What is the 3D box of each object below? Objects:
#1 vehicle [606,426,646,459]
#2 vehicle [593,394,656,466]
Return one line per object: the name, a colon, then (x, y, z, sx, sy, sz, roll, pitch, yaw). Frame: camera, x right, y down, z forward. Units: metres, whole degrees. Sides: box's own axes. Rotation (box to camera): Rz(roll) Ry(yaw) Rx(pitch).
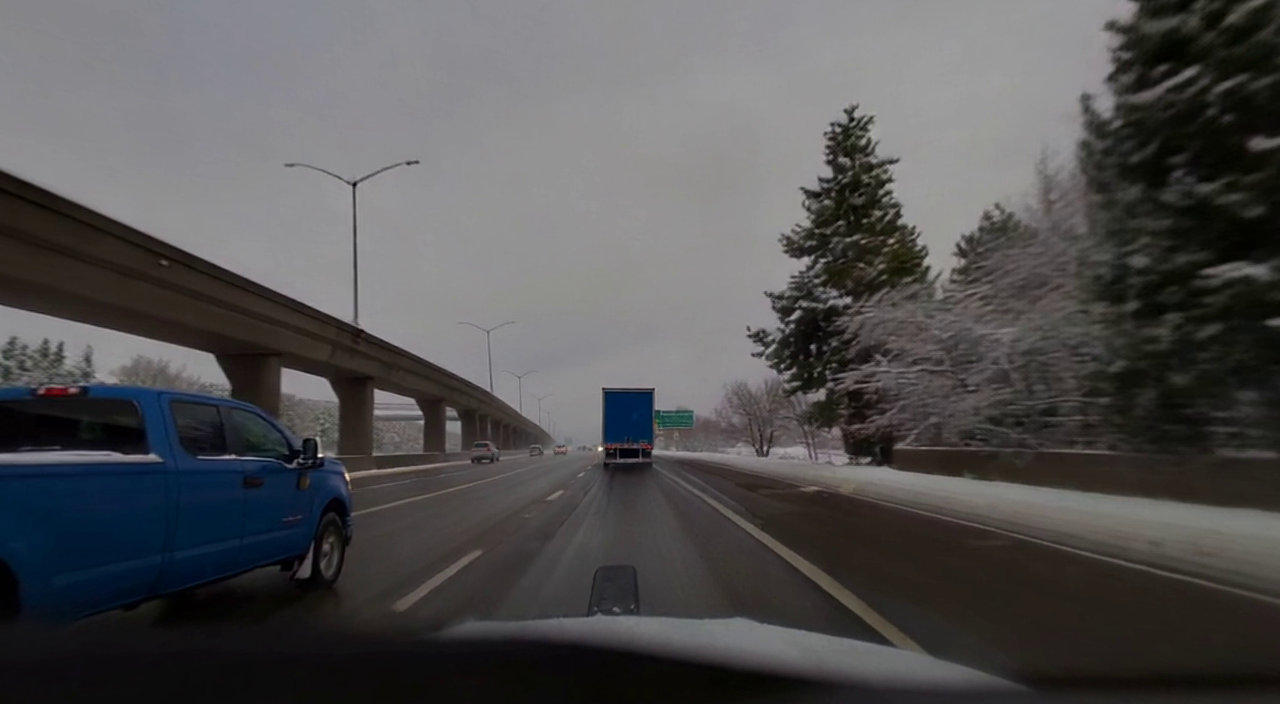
vehicle: (-0.801, 5.006, 34.838, 2.052, 1.666, 4.358, 0, -8, -3)
vehicle: (-1.025, 4.878, 37.980, 3.233, 3.678, 11.032, 0, -9, -2)
